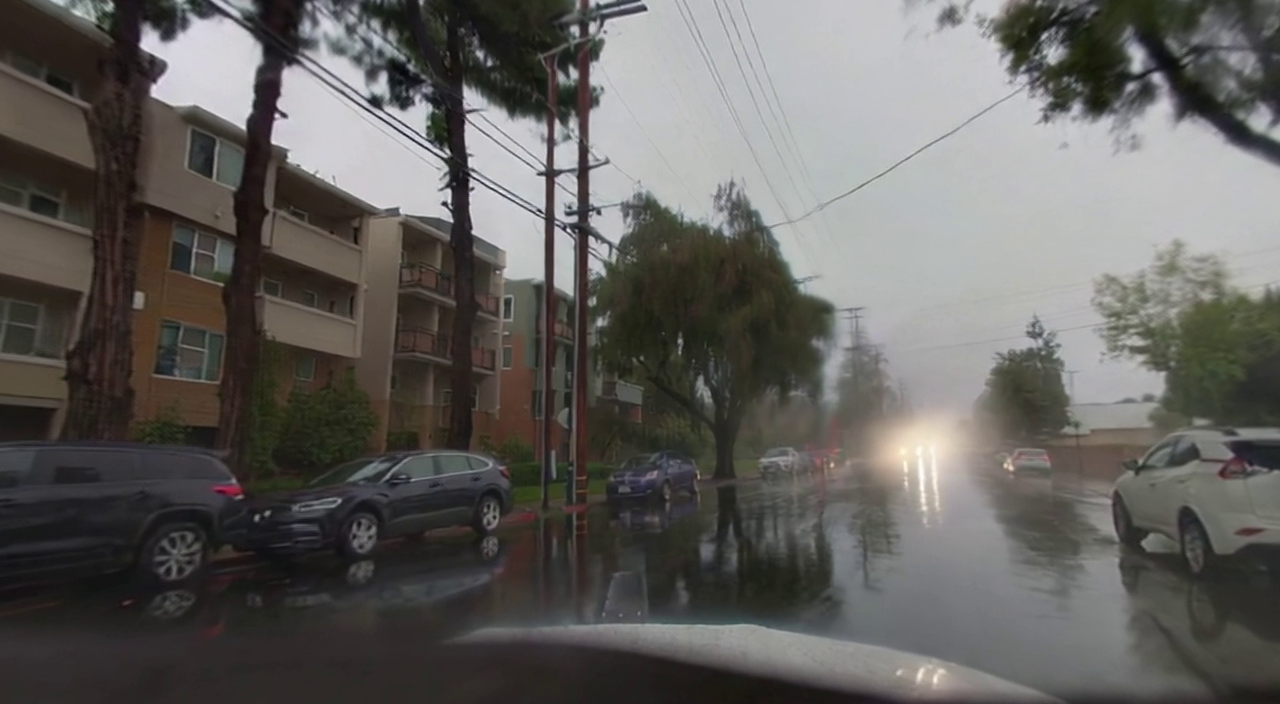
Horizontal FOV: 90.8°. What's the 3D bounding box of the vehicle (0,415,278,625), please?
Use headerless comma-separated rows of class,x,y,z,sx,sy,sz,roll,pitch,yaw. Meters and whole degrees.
vehicle,-6.579,1.697,6.144,1.973,1.848,5.100,-13,-13,23

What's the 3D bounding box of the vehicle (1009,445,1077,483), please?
vehicle,17.568,4.845,27.722,1.964,1.515,4.055,-4,-9,26

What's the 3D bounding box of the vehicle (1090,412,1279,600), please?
vehicle,7.216,1.654,7.527,2.180,1.677,4.432,-4,-9,25

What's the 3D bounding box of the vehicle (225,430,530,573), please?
vehicle,-4.141,2.450,10.853,2.068,1.745,4.579,-12,-13,23

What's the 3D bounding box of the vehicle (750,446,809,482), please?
vehicle,7.786,6.118,34.911,2.011,1.801,4.676,-4,-9,26

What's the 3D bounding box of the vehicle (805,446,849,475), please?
vehicle,13.699,7.963,46.129,1.953,1.699,4.234,-11,-16,27

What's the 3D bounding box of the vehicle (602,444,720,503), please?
vehicle,0.841,4.149,21.433,2.017,1.582,4.664,-13,-16,26
